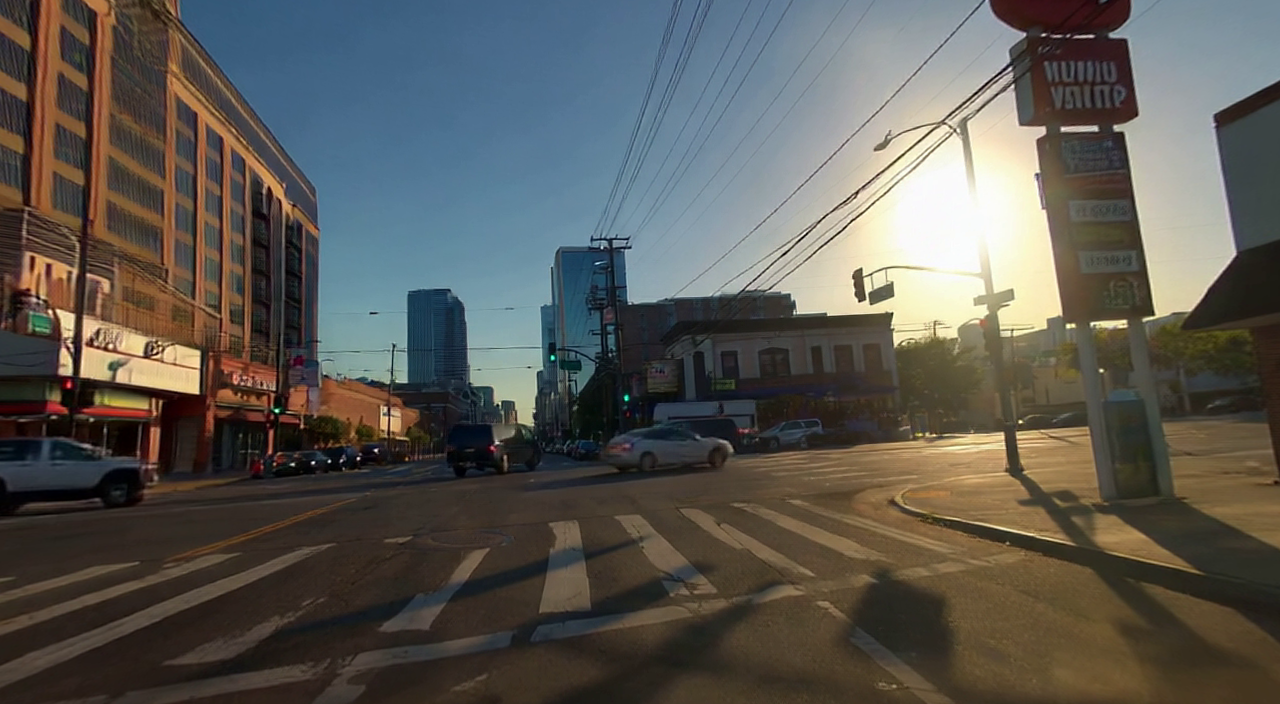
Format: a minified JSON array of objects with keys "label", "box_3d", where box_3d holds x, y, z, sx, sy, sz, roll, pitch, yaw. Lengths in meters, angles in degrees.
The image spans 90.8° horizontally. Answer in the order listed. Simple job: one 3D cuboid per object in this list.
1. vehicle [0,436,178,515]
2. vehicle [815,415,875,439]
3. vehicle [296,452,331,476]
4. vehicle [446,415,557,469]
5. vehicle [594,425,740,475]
[{"label":"vehicle","box_3d":[-14.295,2.997,15.632,4.292,1.761,2.105,5,-10,-30]},{"label":"vehicle","box_3d":[16.056,5.833,49.446,4.589,1.730,1.801,3,-10,-31]},{"label":"vehicle","box_3d":[-23.428,7.980,45.237,1.942,1.413,4.229,4,-7,-30]},{"label":"vehicle","box_3d":[-5.434,3.699,25.790,2.081,1.938,5.603,-2,-9,14]},{"label":"vehicle","box_3d":[0.899,3.125,20.375,4.433,1.453,1.804,5,-10,-30]}]
